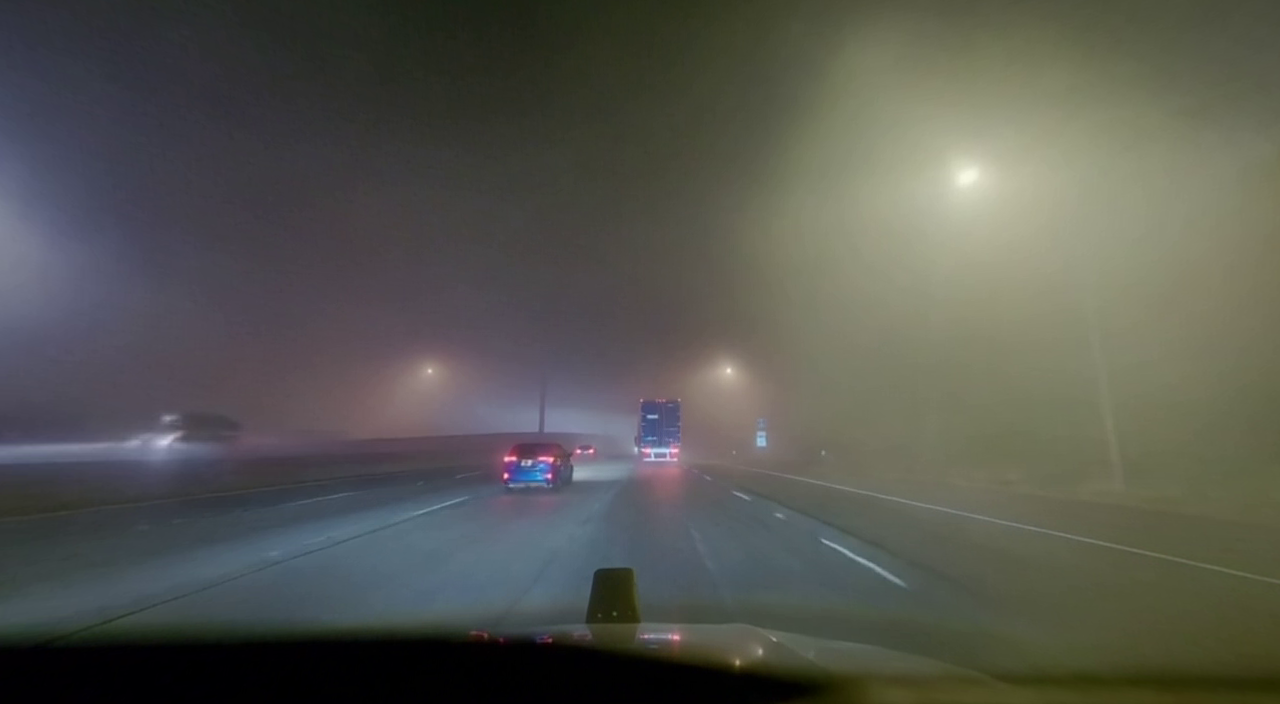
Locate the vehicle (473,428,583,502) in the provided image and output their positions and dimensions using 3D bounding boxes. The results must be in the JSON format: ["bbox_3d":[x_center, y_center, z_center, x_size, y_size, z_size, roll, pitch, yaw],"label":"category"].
[{"bbox_3d":[-2.807,2.967,16.974,2.077,1.716,4.514,0,-9,1],"label":"vehicle"}]

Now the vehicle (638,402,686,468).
[{"bbox_3d":[1.462,5.896,44.385,2.964,4.063,10.072,0,-9,1],"label":"vehicle"}]
